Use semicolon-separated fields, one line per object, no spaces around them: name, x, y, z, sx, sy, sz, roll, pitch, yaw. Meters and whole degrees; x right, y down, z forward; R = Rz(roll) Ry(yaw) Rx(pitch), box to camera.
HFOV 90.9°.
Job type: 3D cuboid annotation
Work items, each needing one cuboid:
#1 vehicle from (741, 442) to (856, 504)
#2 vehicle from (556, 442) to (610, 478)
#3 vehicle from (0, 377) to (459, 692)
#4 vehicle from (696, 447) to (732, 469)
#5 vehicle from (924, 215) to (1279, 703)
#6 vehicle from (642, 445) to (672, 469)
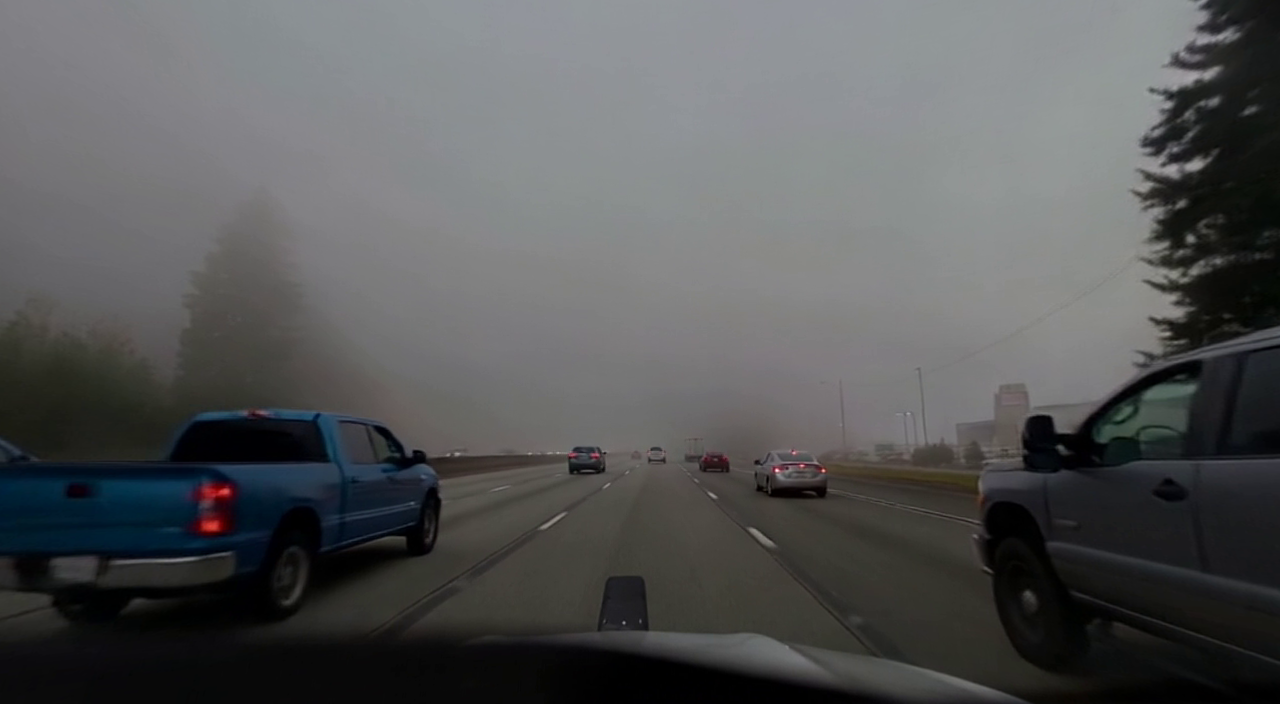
vehicle;4.289;3.327;17.888;2.111;1.498;4.466;0;-8;0
vehicle;-2.878;5.587;32.949;2.209;1.714;4.576;-1;-8;2
vehicle;-3.543;1.368;5.959;2.146;1.775;4.553;0;-8;2
vehicle;5.201;7.529;44.896;2.072;1.456;4.537;0;-8;1
vehicle;3.648;0.508;1.537;3.024;2.092;6.797;-1;-8;3
vehicle;1.214;7.674;46.322;2.080;1.682;4.150;0;-8;1
